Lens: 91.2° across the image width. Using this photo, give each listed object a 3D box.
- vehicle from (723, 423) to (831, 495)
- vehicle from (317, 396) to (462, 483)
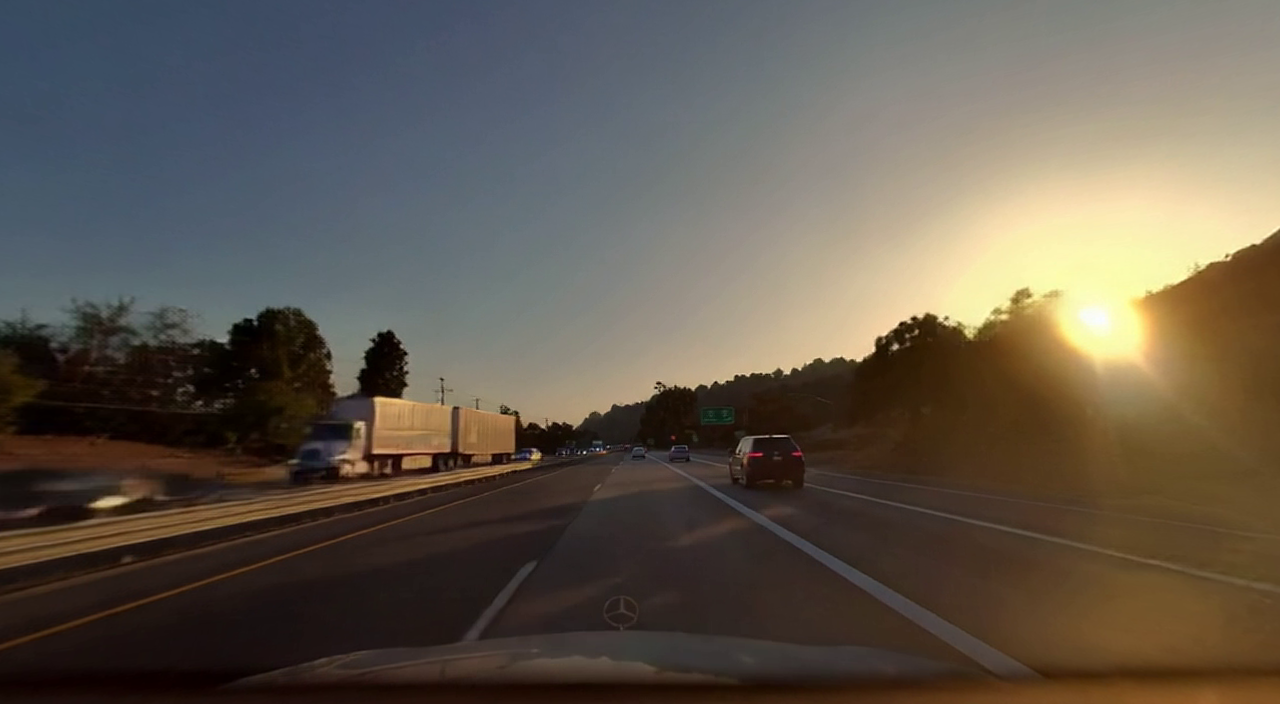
[{"bbox_3d":[4.058,3.298,19.605,2.177,1.914,5.245,0,-9,0],"label":"vehicle"},{"bbox_3d":[-13.838,5.236,36.721,2.965,4.111,13.756,0,-9,-1],"label":"vehicle"}]
